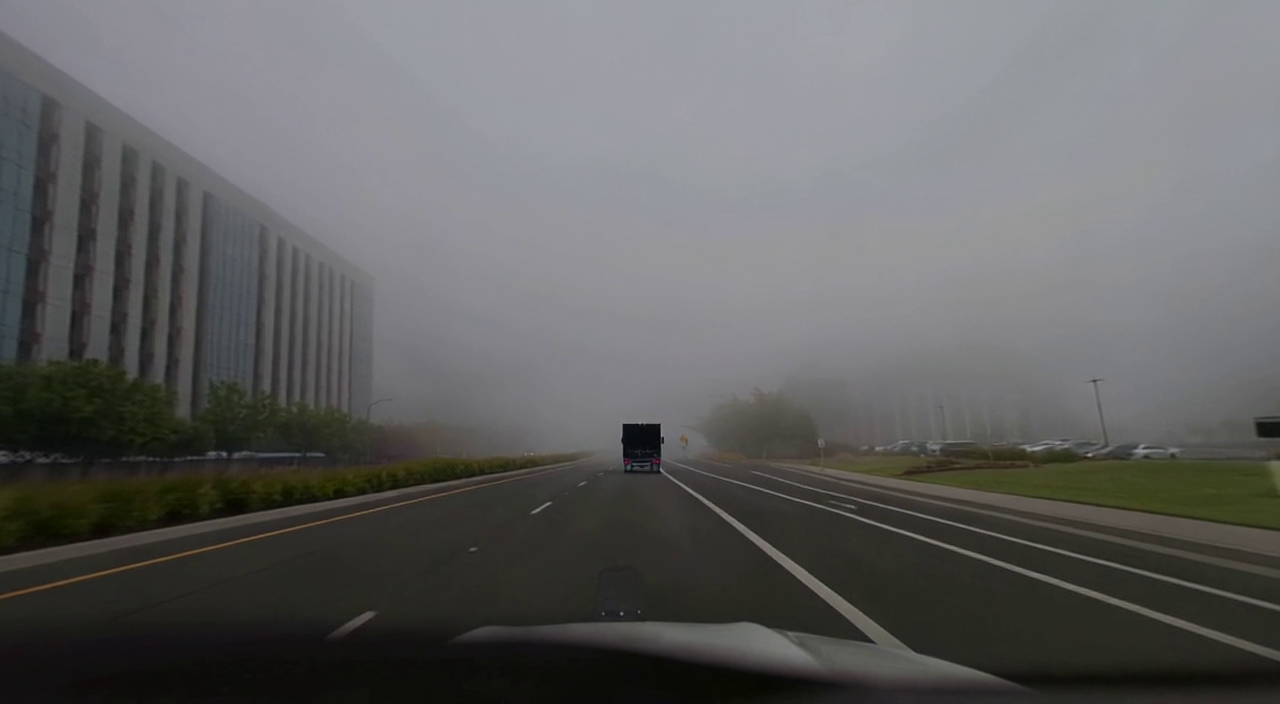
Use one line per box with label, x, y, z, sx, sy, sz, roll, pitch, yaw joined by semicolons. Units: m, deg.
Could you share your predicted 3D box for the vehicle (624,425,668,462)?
vehicle;0.229;4.923;33.993;2.178;1.829;4.932;0;-9;-2
